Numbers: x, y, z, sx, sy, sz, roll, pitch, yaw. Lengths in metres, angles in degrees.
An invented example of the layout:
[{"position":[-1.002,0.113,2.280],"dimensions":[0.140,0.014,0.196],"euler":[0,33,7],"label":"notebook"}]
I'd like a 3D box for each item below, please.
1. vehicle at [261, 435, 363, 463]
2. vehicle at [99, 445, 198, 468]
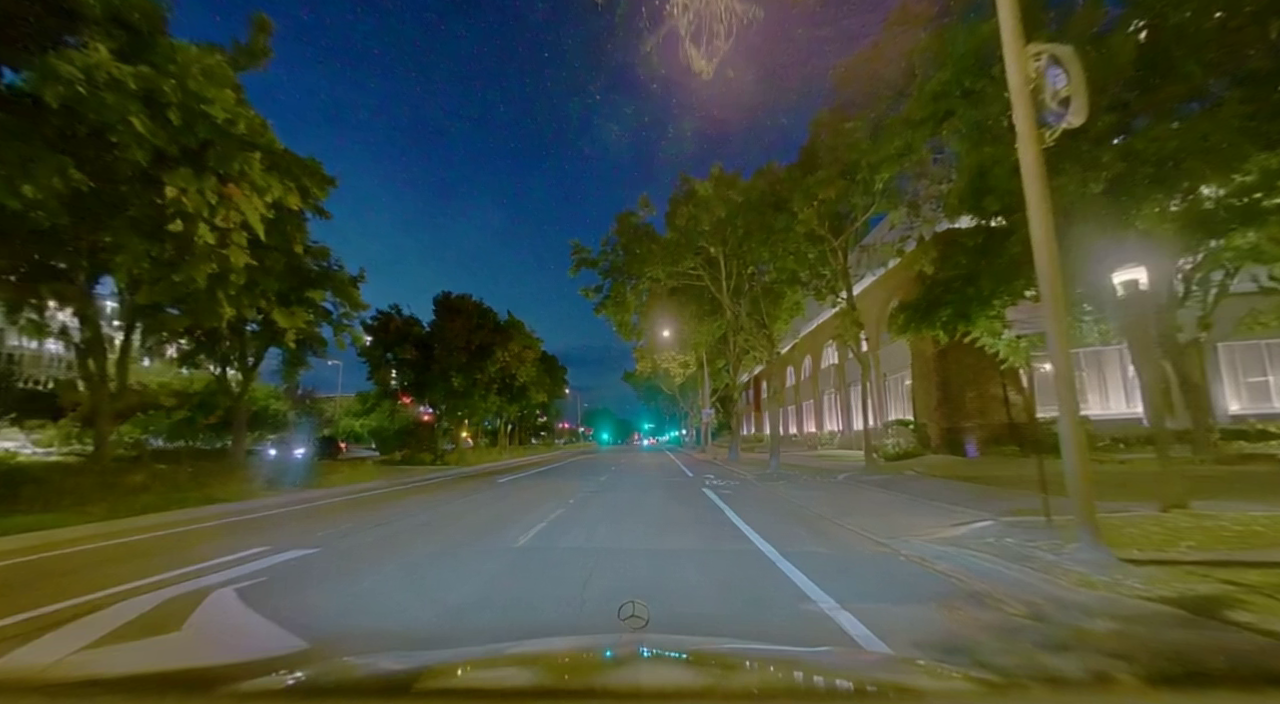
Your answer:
[{"position":[-18.937,5.609,36.535],"dimensions":[4.699,1.558,2.113],"euler":[-1,-9,4],"label":"vehicle"},{"position":[-32.716,6.979,42.073],"dimensions":[4.704,1.448,2.199],"euler":[0,-8,-2],"label":"vehicle"}]
